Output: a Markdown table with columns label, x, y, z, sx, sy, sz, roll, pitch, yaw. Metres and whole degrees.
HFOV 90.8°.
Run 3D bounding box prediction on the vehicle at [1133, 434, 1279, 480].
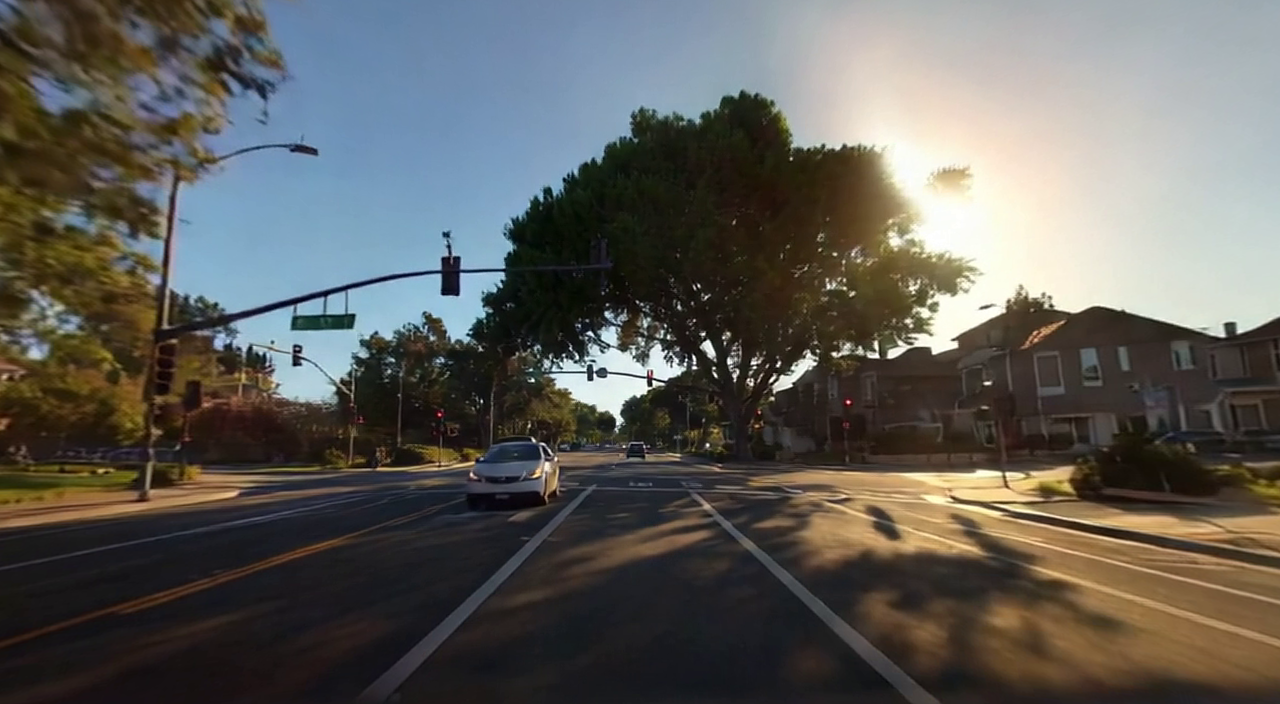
| label | x | y | z | sx | sy | sz | roll | pitch | yaw |
| --- | --- | --- | --- | --- | --- | --- | --- | --- | --- |
| vehicle | 23.260 | 4.299 | 25.976 | 4.246 | 1.750 | 1.954 | 0 | -8 | 1 |

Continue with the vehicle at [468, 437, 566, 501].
| label | x | y | z | sx | sy | sz | roll | pitch | yaw |
| --- | --- | --- | --- | --- | --- | --- | --- | --- | --- |
| vehicle | -3.270 | 3.180 | 17.553 | 1.915 | 1.553 | 3.846 | 0 | -8 | 0 |
